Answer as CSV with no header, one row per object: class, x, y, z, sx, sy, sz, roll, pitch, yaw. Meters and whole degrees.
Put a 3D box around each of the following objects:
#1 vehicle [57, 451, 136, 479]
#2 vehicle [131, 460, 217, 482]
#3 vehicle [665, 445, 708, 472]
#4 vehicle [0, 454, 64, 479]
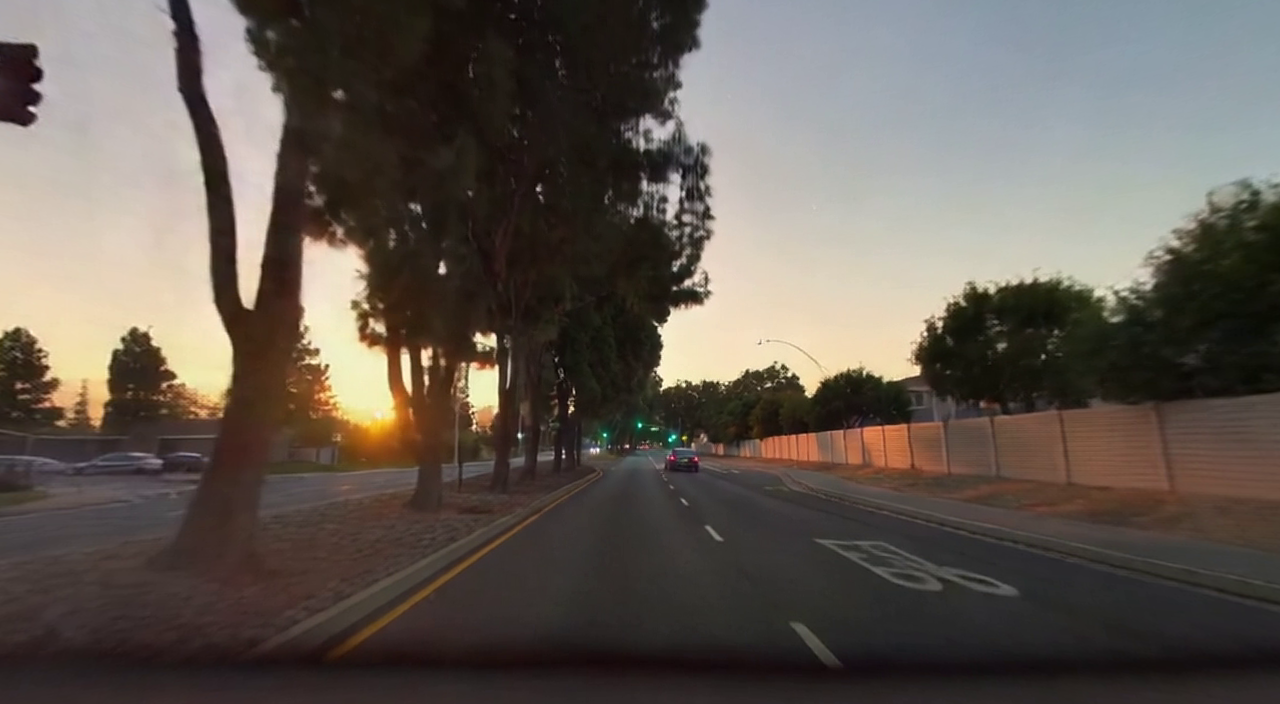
vehicle,-42.738,8.861,49.630,2.040,1.792,4.780,-4,-8,-1
vehicle,-32.301,8.256,43.681,4.384,1.463,1.969,0,-9,0
vehicle,2.633,6.176,36.720,2.105,1.490,4.008,0,-9,-1
vehicle,-47.945,8.858,49.057,1.903,1.810,4.111,-1,-9,6
